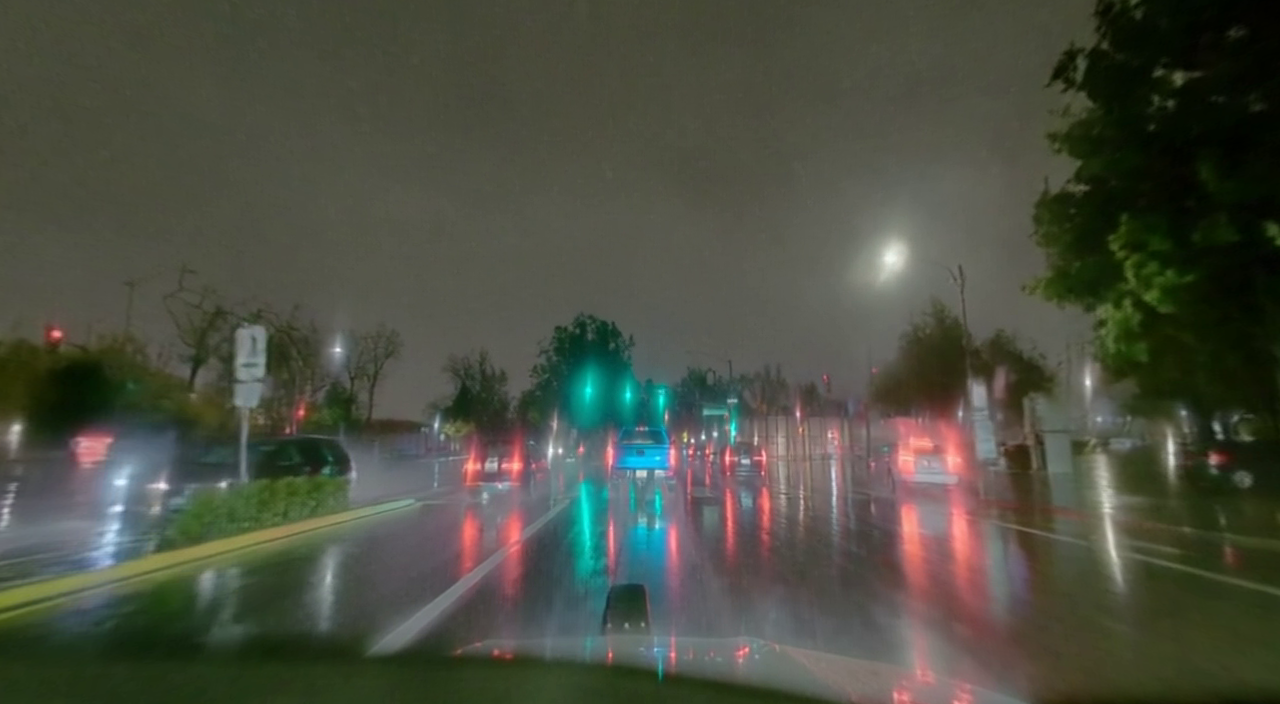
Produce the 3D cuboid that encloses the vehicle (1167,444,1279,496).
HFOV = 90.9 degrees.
[{"bbox_3d":[20.528,3.798,20.504,4.653,1.591,2.137,-1,-8,4],"label":"vehicle"}]

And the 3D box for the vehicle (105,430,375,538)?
[{"bbox_3d":[-6.721,2.228,11.341,1.907,1.541,4.364,0,-8,1],"label":"vehicle"}]

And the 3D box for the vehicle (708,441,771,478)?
[{"bbox_3d":[4.256,4.651,27.616,1.968,1.472,4.456,0,-8,-1],"label":"vehicle"}]

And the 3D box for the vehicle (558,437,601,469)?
[{"bbox_3d":[-3.445,5.820,36.588,2.018,1.700,4.142,0,-8,0],"label":"vehicle"}]

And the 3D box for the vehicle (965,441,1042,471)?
[{"bbox_3d":[25.417,7.226,43.971,5.227,1.935,2.289,5,-10,-31],"label":"vehicle"}]

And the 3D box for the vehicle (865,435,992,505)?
[{"bbox_3d":[8.950,3.655,20.052,2.126,1.820,4.521,3,-8,3],"label":"vehicle"}]

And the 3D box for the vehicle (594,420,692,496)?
[{"bbox_3d":[0.094,3.072,18.640,2.493,1.934,4.957,0,-8,0],"label":"vehicle"}]

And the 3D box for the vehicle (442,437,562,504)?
[{"bbox_3d":[-3.344,2.954,16.237,1.986,1.465,4.509,0,-8,1],"label":"vehicle"}]
